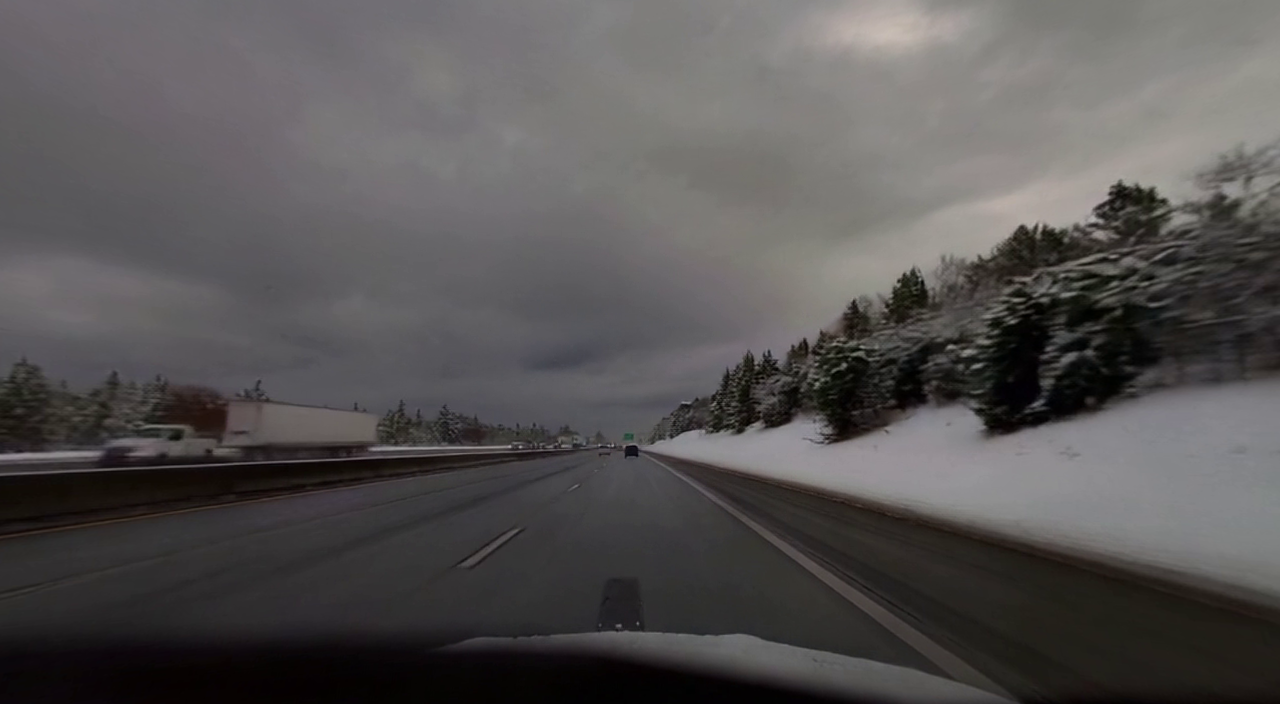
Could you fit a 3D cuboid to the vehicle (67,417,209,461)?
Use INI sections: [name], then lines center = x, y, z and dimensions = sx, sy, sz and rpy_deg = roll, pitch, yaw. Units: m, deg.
[vehicle]
center = -19.213, 3.398, 24.469
dimensions = 1.845, 1.533, 4.461
rpy_deg = 0, -9, -1
